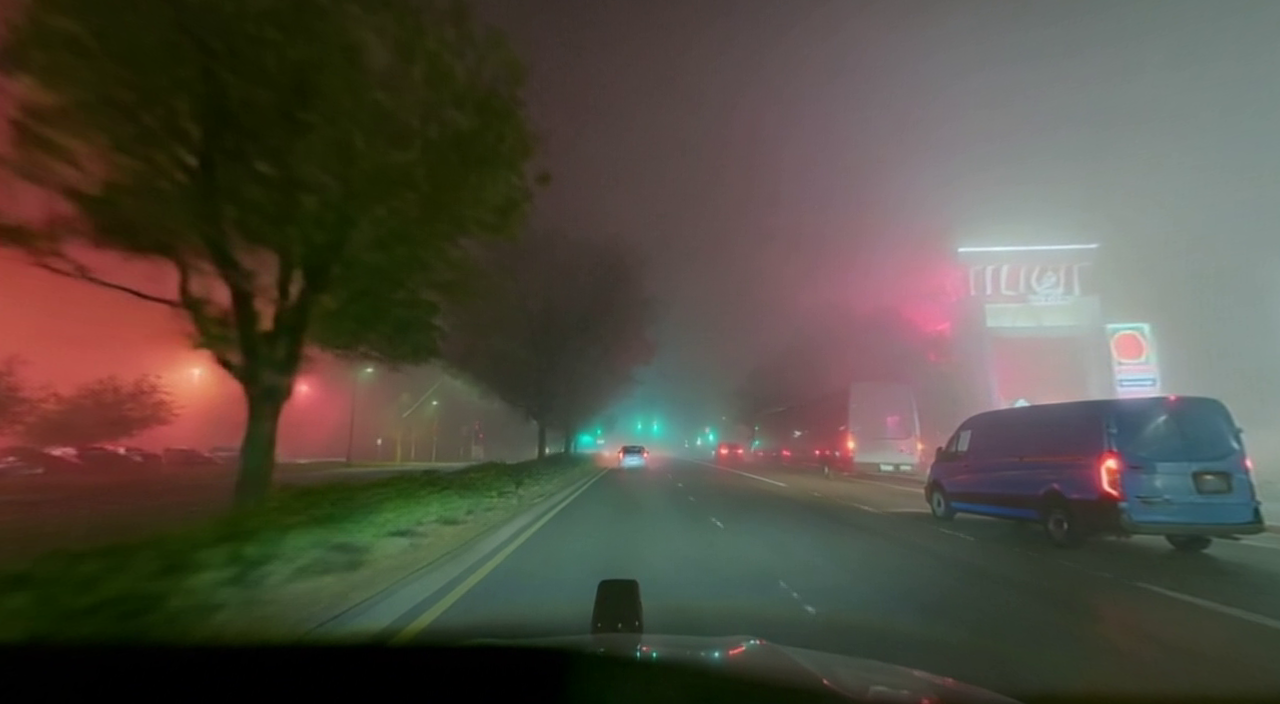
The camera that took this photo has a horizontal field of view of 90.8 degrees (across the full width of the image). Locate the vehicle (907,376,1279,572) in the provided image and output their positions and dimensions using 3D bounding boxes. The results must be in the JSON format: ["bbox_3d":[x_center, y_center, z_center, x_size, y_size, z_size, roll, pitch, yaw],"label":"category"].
[{"bbox_3d":[6.691,1.734,9.752,2.573,2.127,5.568,0,-8,-1],"label":"vehicle"}]

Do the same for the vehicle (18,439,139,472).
[{"bbox_3d":[-29.480,5.437,33.286,4.377,1.665,2.129,-1,-8,3],"label":"vehicle"}]

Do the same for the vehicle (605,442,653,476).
[{"bbox_3d":[-0.529,4.960,29.500,2.095,1.456,3.873,0,-8,-1],"label":"vehicle"}]

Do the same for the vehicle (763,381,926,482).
[{"bbox_3d":[10.001,4.447,34.234,2.960,4.109,16.764,0,-8,-1],"label":"vehicle"}]

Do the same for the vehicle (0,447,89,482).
[{"bbox_3d":[-29.928,5.438,30.584,4.496,1.599,2.090,0,-8,1],"label":"vehicle"}]

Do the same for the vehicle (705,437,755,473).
[{"bbox_3d":[4.525,5.255,32.341,2.047,1.711,4.265,0,-8,1],"label":"vehicle"}]
